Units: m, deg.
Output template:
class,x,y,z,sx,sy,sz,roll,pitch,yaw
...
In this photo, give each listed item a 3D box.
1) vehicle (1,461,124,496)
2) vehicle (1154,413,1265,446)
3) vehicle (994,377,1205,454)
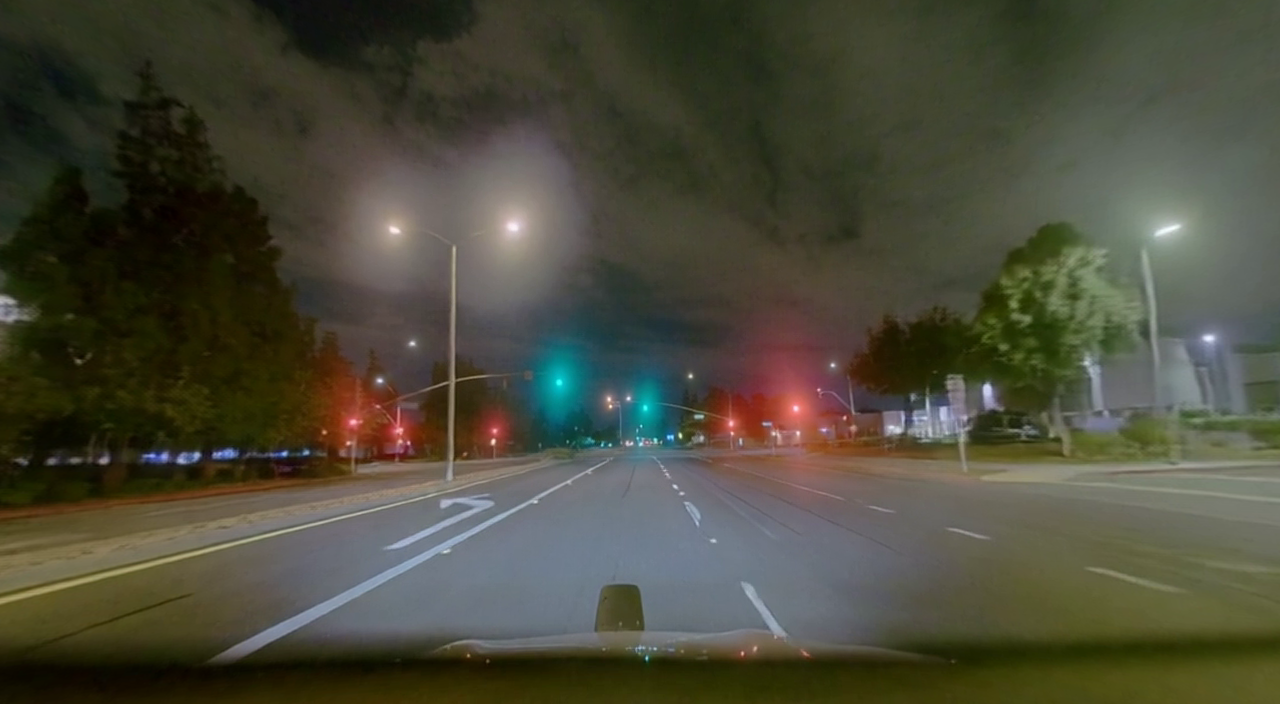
class,x,y,z,sx,sy,sz,roll,pitch,yaw
vehicle,-29.979,6.568,32.907,4.396,1.633,2.000,0,-8,0
vehicle,33.018,4.576,36.870,1.990,1.708,4.629,-1,-9,-3
vehicle,20.724,2.953,28.857,7.304,3.335,2.869,0,-8,-2
